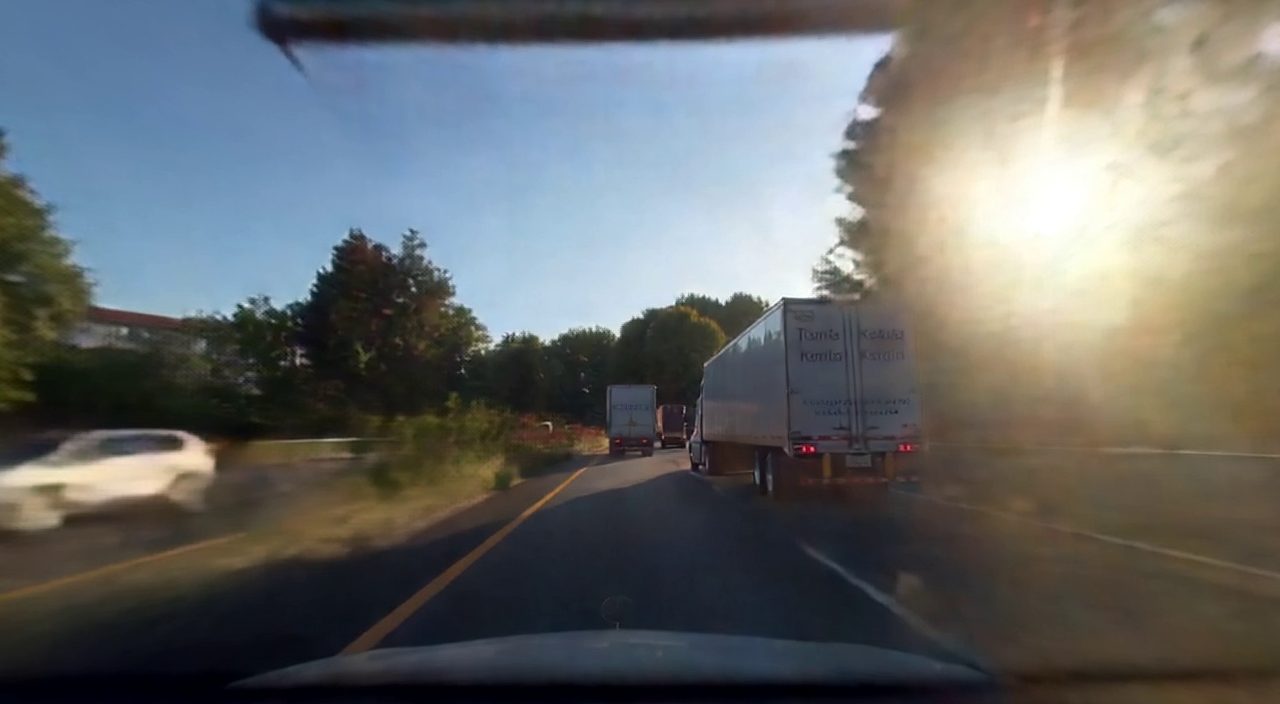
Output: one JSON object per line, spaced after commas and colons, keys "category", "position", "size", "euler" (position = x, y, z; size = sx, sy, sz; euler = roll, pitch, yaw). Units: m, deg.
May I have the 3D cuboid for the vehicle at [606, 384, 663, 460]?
{"category": "vehicle", "position": [-0.371, 4.276, 37.522], "size": [2.958, 3.917, 10.196], "euler": [0, -8, -1]}

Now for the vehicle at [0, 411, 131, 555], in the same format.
{"category": "vehicle", "position": [-8.698, 1.532, 7.217], "size": [1.997, 1.712, 4.498], "euler": [0, -8, -1]}

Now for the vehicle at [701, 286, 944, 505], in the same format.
{"category": "vehicle", "position": [4.121, 1.752, 19.135], "size": [2.856, 4.145, 14.500], "euler": [0, -8, -1]}
